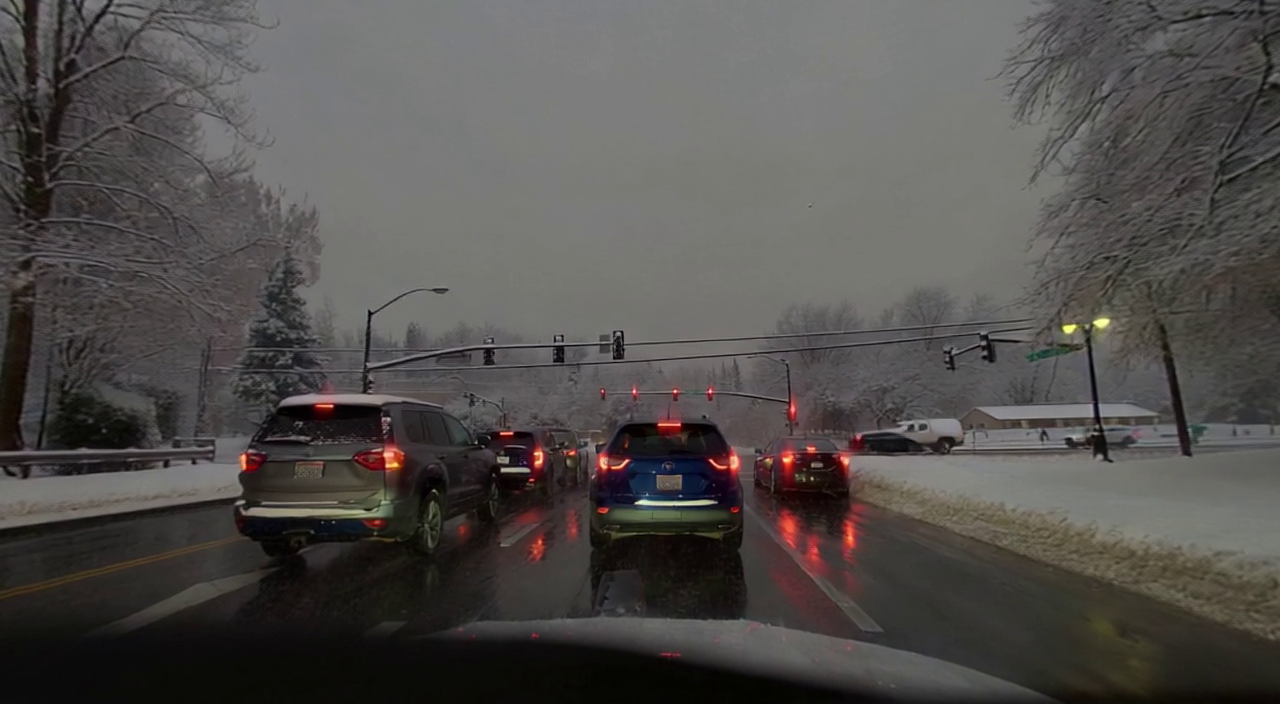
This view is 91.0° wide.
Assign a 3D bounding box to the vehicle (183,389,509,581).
[{"bbox_3d":[-3.256,1.589,8.237,2.085,1.812,4.388,0,-8,1],"label":"vehicle"}]

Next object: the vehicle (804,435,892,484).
[{"bbox_3d":[7.434,3.859,22.942,2.067,1.599,4.251,-1,-8,5],"label":"vehicle"}]

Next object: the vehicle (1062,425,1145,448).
[{"bbox_3d":[33.753,6.210,45.968,4.632,1.580,1.801,-5,-10,31],"label":"vehicle"}]

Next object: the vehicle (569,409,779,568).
[{"bbox_3d":[0.382,1.747,8.772,2.189,1.649,4.171,0,-8,1],"label":"vehicle"}]

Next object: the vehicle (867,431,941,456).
[{"bbox_3d":[18.714,6.497,44.708,4.629,1.687,1.824,-4,-9,24],"label":"vehicle"}]
